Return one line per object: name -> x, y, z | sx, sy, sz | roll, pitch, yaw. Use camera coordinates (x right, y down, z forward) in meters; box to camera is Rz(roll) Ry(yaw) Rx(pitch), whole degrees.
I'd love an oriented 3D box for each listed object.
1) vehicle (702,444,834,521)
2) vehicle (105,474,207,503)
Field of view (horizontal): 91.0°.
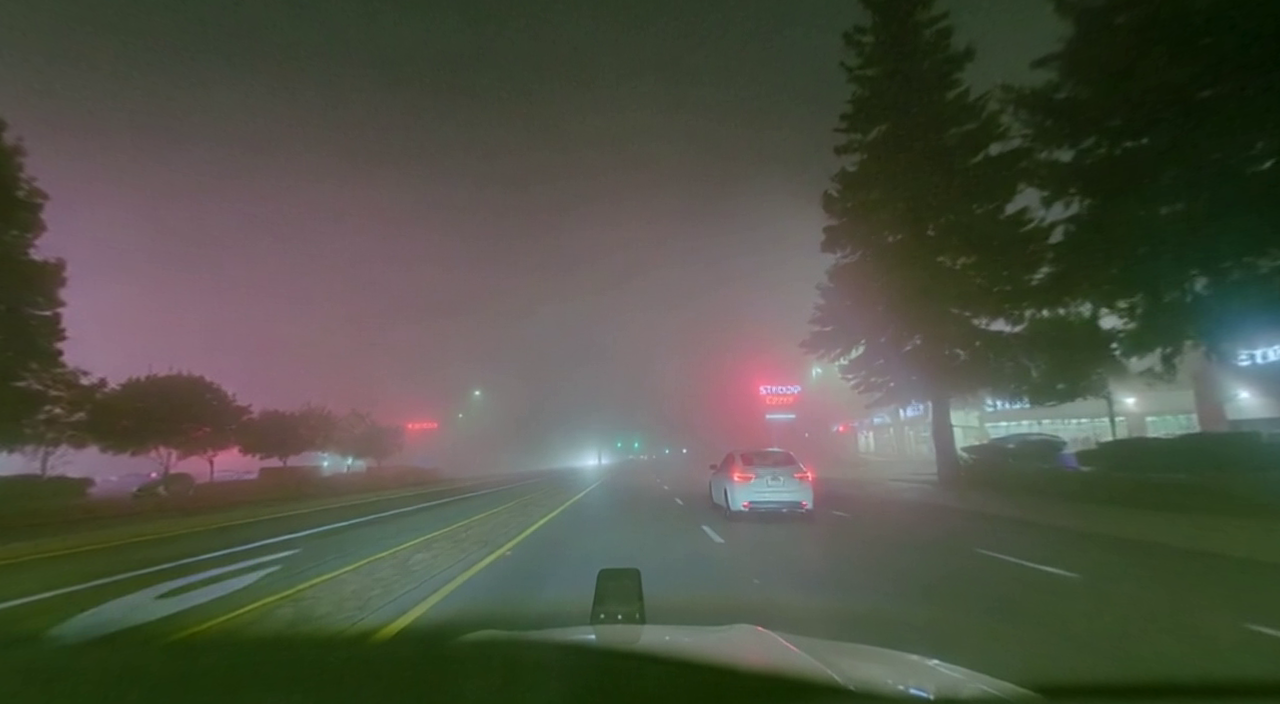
vehicle -> 2.780, 2.988, 14.853 | 2.015, 1.479, 4.444 | 0, -10, -2
vehicle -> -27.459, 7.726, 35.900 | 4.294, 1.417, 1.802 | 5, -11, -29
